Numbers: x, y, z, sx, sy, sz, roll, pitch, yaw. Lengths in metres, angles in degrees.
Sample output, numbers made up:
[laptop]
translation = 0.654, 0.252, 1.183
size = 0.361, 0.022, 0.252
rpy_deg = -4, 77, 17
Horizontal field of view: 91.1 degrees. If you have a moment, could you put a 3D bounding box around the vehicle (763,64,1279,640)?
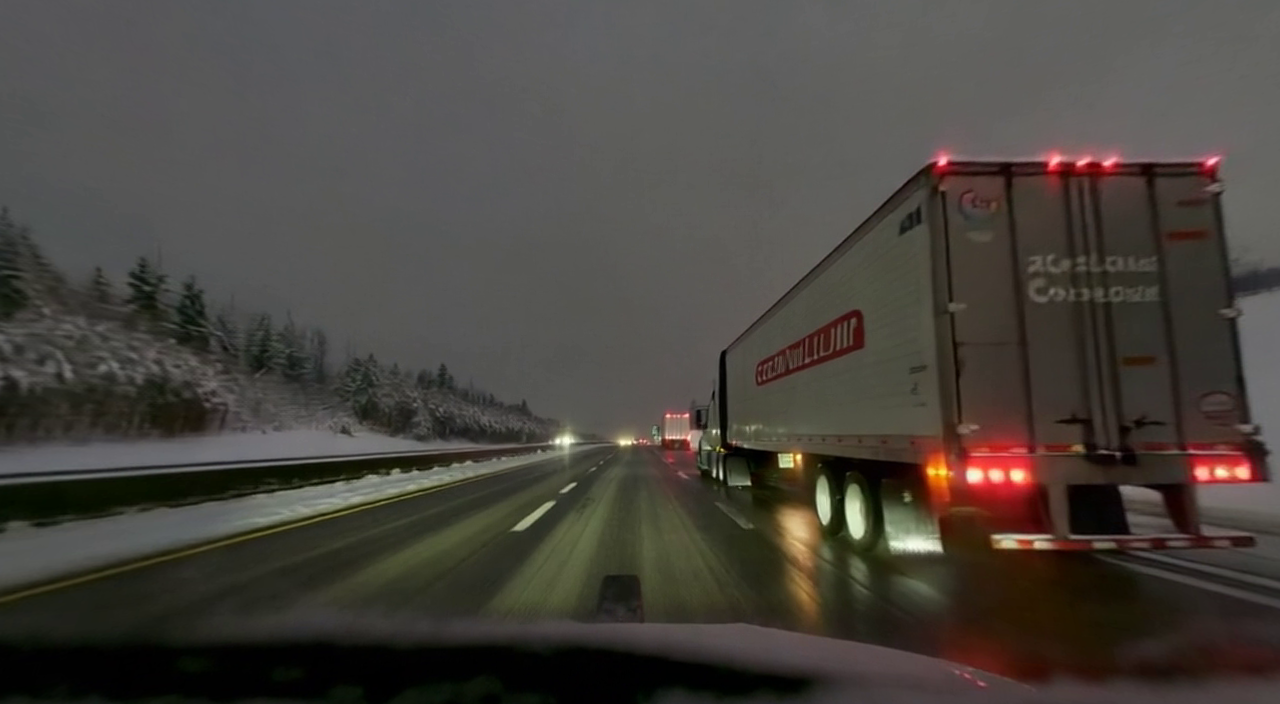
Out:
[vehicle]
translation = 4.064, 0.500, 8.684
size = 2.840, 3.947, 8.920
rpy_deg = 0, -8, 0
